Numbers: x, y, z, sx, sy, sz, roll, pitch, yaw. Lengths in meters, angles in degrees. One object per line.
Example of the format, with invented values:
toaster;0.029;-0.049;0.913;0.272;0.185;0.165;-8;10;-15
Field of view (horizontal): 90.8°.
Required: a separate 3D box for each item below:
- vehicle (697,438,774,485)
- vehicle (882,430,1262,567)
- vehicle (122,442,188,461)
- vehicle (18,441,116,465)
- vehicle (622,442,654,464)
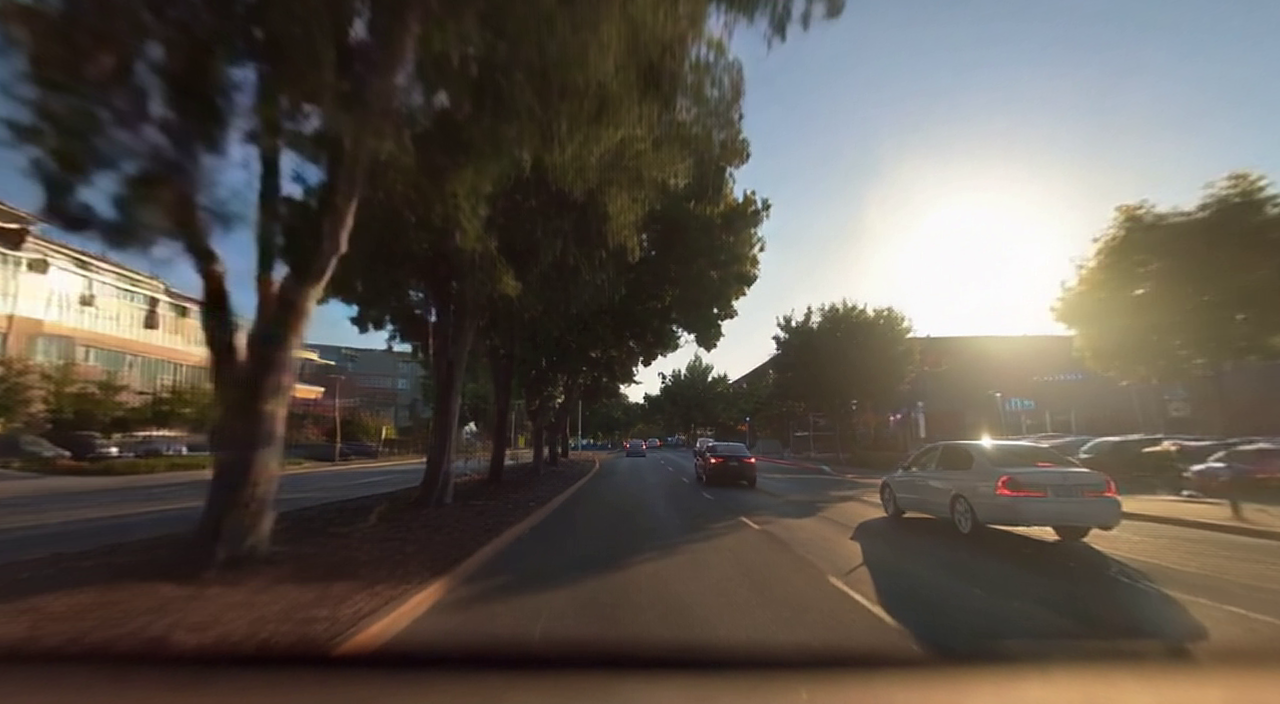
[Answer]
vehicle;3.362;3.964;23.233;1.953;1.514;4.672;0;-8;-2
vehicle;5.794;1.984;9.473;2.098;1.507;4.655;1;-9;-6
vehicle;-37.998;7.788;49.543;3.747;1.422;1.643;0;-9;-1
vehicle;-37.541;6.624;41.427;4.467;1.473;2.118;-1;-9;4
vehicle;-0.184;6.880;43.161;2.095;1.456;3.873;0;-8;-1
